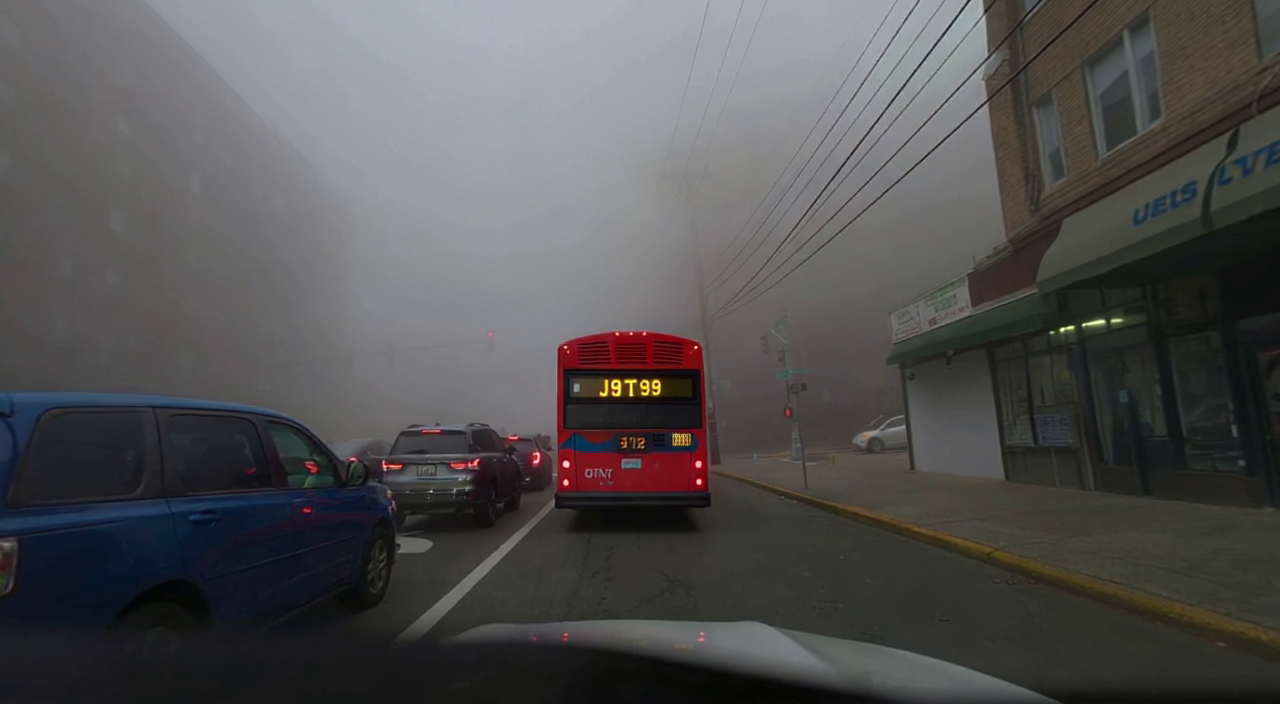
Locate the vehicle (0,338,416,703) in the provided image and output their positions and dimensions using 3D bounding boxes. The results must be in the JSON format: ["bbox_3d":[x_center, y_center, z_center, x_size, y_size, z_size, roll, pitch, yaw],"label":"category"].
[{"bbox_3d":[-3.219,1.094,3.968,2.020,1.725,4.384,0,-8,0],"label":"vehicle"}]

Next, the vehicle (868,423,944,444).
[{"bbox_3d":[19.819,6.117,47.207,4.827,1.555,1.863,1,-9,-6],"label":"vehicle"}]

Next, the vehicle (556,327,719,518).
[{"bbox_3d":[-0.301,2.001,16.540,2.938,3.468,9.972,0,-8,-3],"label":"vehicle"}]

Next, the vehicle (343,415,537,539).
[{"bbox_3d":[-3.352,2.206,11.781,2.096,1.828,4.669,0,-8,0],"label":"vehicle"}]

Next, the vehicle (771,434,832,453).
[{"bbox_3d":[11.904,6.741,46.659,3.949,1.337,1.738,0,-9,-3],"label":"vehicle"}]
